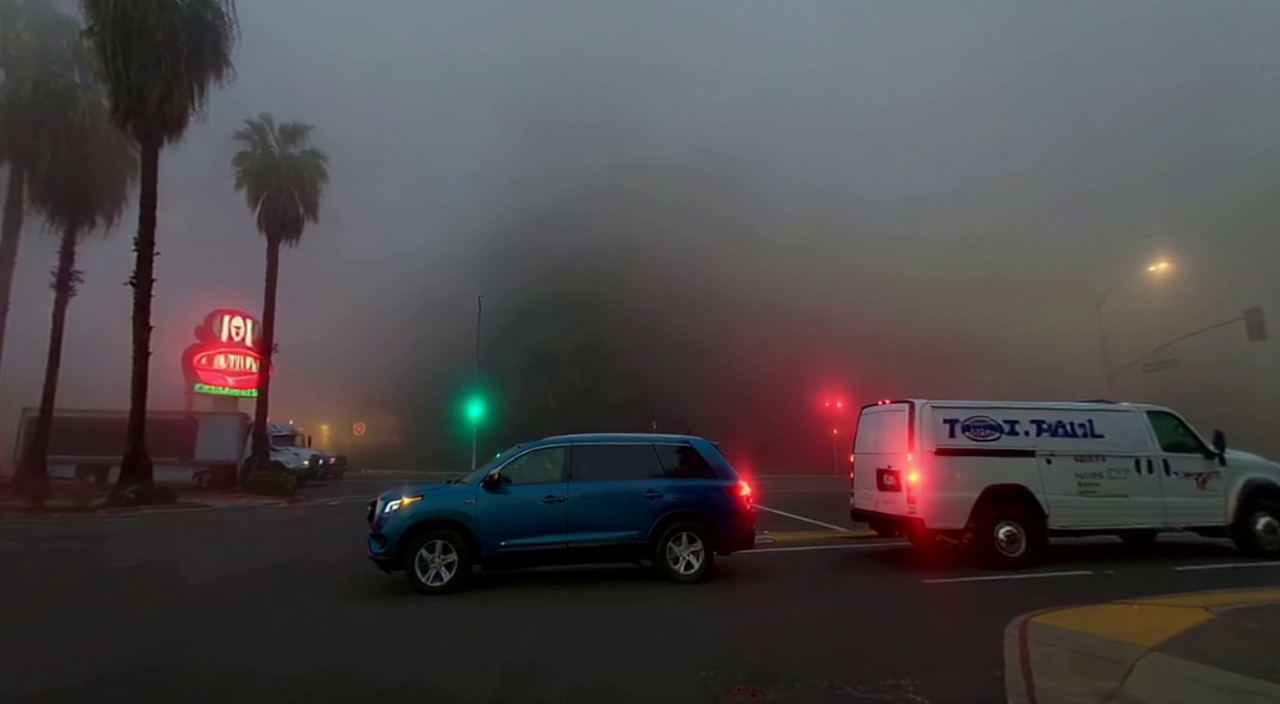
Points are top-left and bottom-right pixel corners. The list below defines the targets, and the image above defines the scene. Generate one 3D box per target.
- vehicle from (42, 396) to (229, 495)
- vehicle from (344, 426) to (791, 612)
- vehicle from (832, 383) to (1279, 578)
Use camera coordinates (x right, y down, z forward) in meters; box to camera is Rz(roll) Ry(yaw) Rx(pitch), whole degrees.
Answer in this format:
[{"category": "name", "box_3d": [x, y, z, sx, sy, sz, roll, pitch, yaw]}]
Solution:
[{"category": "vehicle", "box_3d": [-22.789, 4.337, 29.344, 3.034, 3.929, 7.699, 1, -9, -8]}, {"category": "vehicle", "box_3d": [-0.792, 1.799, 7.538, 4.493, 1.728, 2.137, 1, -9, -11]}, {"category": "vehicle", "box_3d": [6.229, 1.680, 8.943, 6.246, 2.202, 2.277, 1, -9, -10]}]
